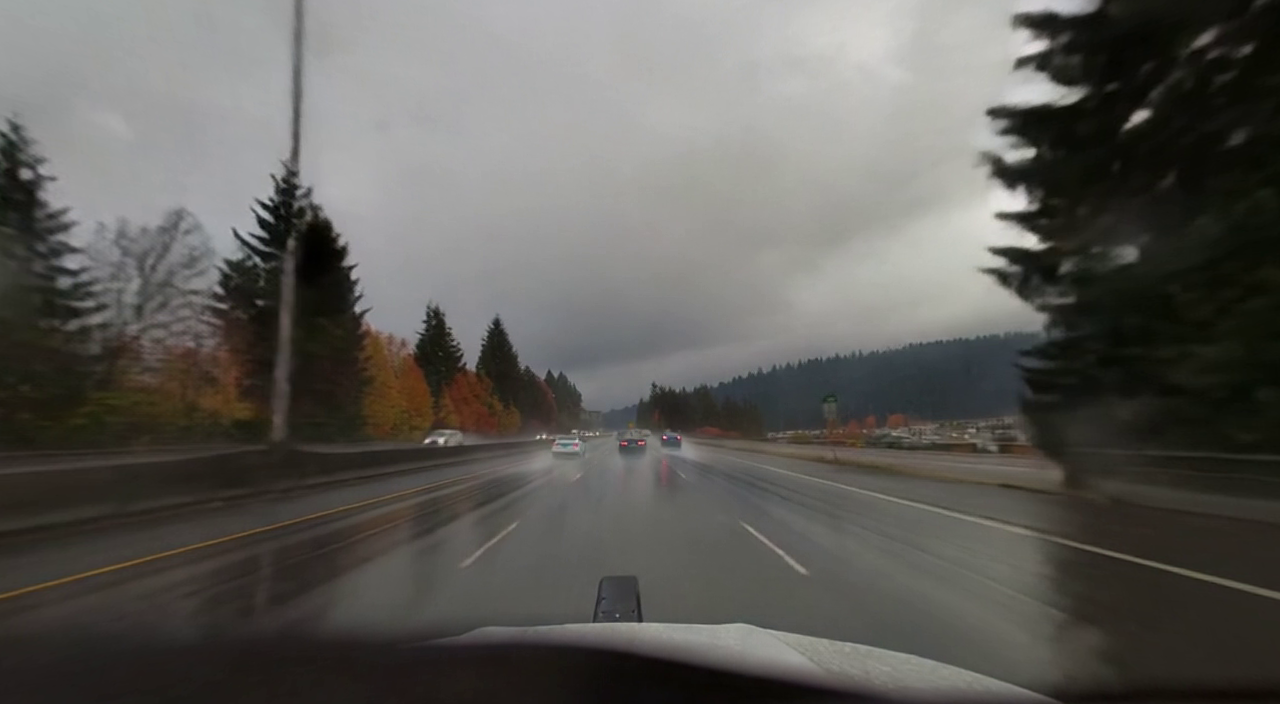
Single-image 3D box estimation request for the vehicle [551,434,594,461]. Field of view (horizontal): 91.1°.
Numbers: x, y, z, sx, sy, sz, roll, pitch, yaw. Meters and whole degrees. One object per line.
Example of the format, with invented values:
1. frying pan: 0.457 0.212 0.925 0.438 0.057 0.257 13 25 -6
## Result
1. vehicle: -3.981 5.693 37.680 2.103 1.507 4.367 0 -8 0
